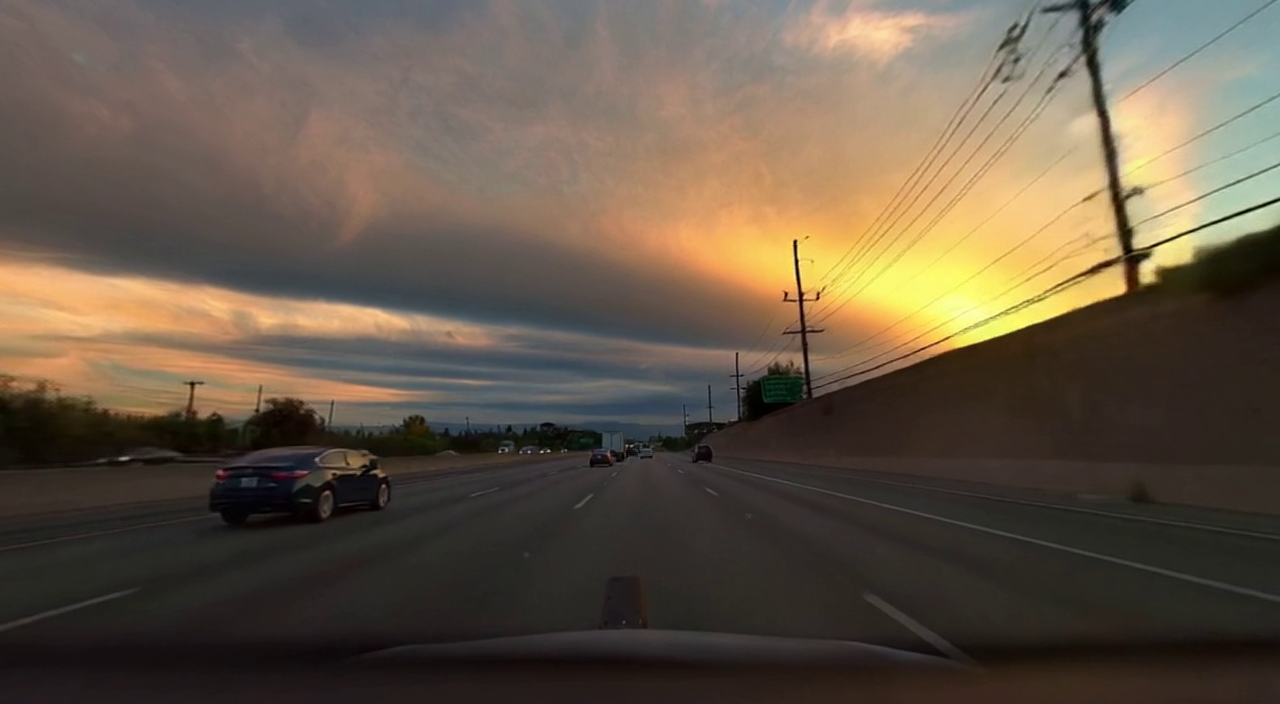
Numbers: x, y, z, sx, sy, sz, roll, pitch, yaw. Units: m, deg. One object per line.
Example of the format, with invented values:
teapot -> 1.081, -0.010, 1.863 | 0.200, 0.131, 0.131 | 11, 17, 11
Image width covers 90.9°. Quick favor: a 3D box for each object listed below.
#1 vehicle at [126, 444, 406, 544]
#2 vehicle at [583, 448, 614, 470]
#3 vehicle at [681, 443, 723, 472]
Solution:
vehicle -> -6.455, 2.490, 11.834 | 2.127, 1.446, 5.008 | 0, -9, 1
vehicle -> -2.998, 7.800, 46.129 | 2.004, 1.498, 4.043 | 0, -9, 0
vehicle -> 3.986, 6.906, 41.441 | 2.214, 1.799, 4.627 | 0, -9, -1
